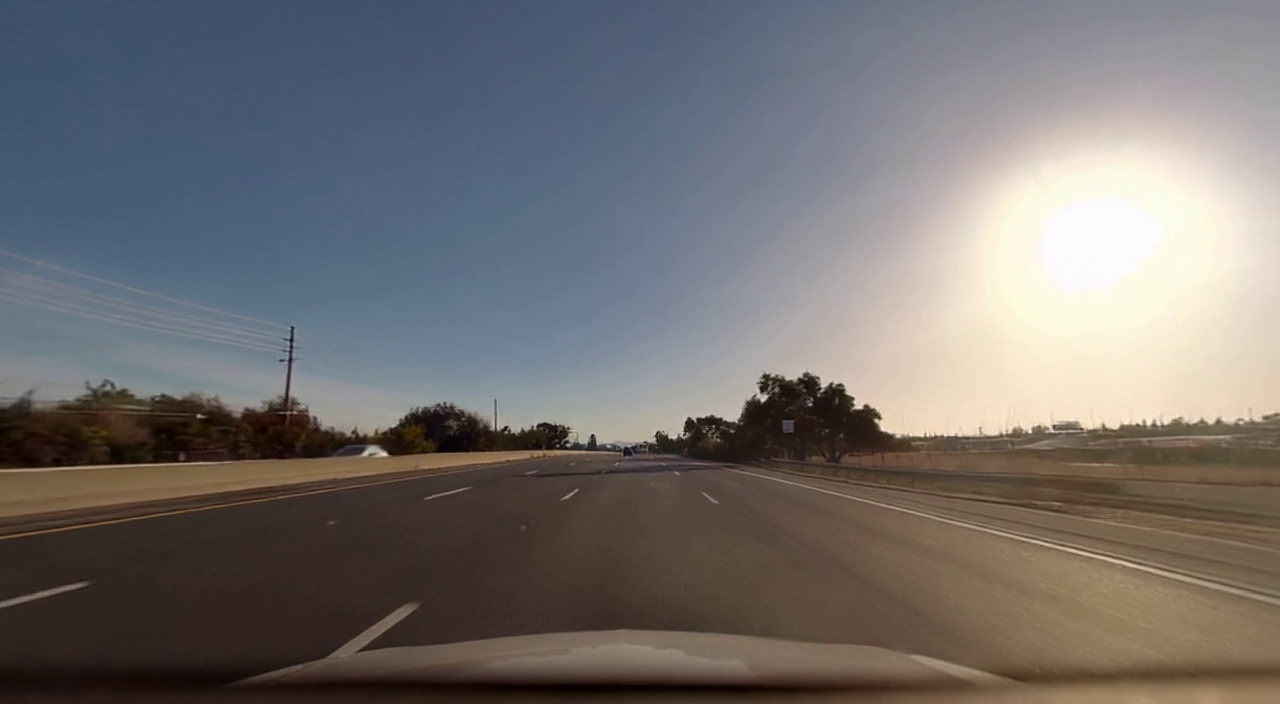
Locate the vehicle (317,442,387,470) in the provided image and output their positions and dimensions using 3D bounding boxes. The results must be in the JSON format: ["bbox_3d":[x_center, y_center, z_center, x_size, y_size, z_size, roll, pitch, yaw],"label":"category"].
[{"bbox_3d":[-17.314,6.274,38.250,1.948,1.531,4.783,0,-9,0],"label":"vehicle"}]
